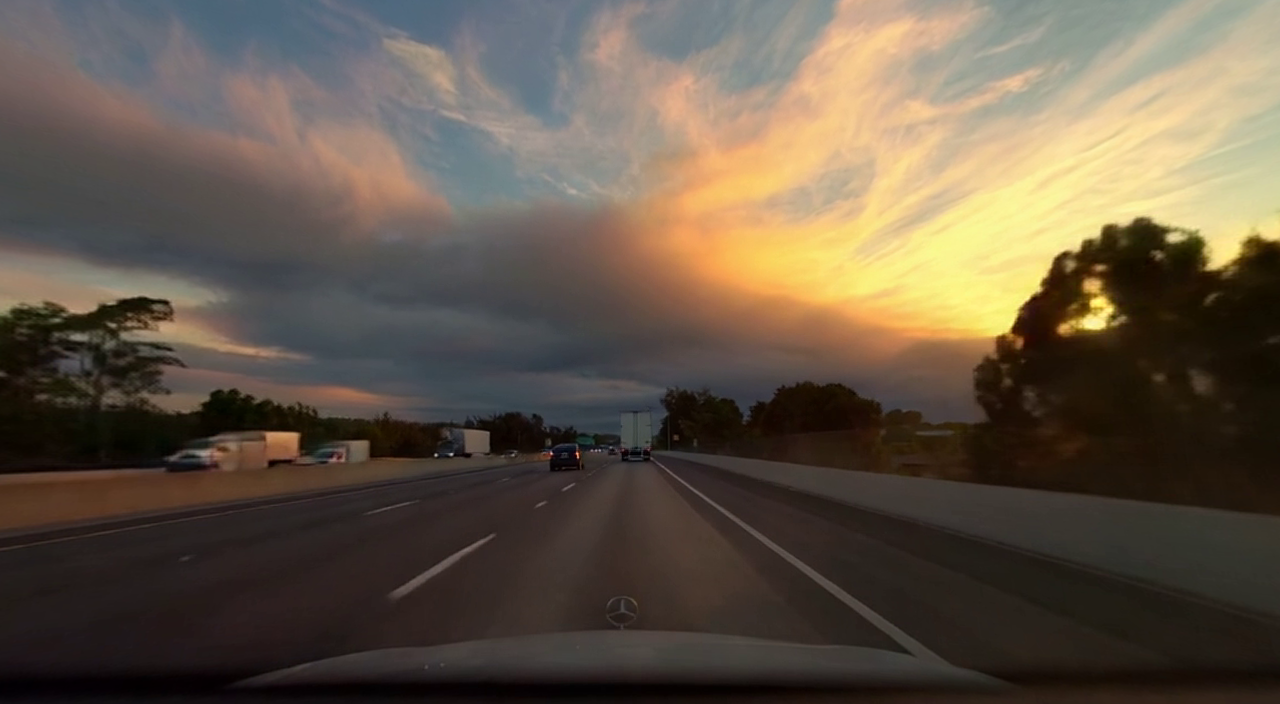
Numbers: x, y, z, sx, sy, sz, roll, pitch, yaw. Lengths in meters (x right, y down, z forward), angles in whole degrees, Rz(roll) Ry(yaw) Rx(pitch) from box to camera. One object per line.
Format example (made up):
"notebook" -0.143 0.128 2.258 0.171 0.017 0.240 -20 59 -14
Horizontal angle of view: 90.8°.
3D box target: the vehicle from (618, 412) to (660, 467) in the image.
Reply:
"vehicle" -0.299 7.002 49.792 2.884 3.760 12.850 0 -9 -2

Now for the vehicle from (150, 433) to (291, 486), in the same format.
"vehicle" -20.954 5.416 32.103 2.519 2.340 6.853 0 -9 -1

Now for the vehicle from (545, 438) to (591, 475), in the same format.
"vehicle" -3.883 5.757 34.904 2.139 1.925 4.312 0 -9 -2

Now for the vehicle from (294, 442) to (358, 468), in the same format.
"vehicle" -21.055 6.935 42.542 1.908 1.653 4.750 0 -9 -1
